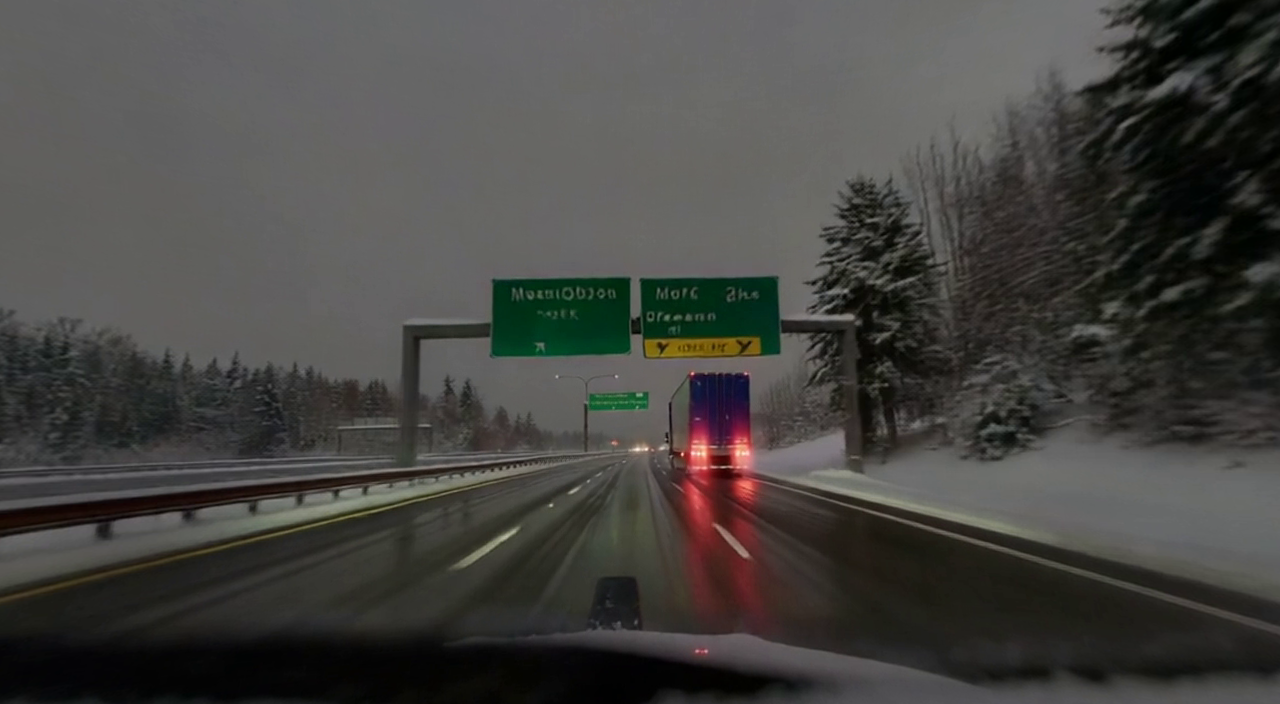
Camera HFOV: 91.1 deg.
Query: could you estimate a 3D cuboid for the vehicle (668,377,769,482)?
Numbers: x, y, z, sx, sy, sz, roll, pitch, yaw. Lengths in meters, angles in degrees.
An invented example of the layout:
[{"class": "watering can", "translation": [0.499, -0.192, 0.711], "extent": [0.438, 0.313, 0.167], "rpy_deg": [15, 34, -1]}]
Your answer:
[{"class": "vehicle", "translation": [3.346, 4.106, 31.619], "extent": [3.244, 4.020, 14.561], "rpy_deg": [0, -9, 0]}]
